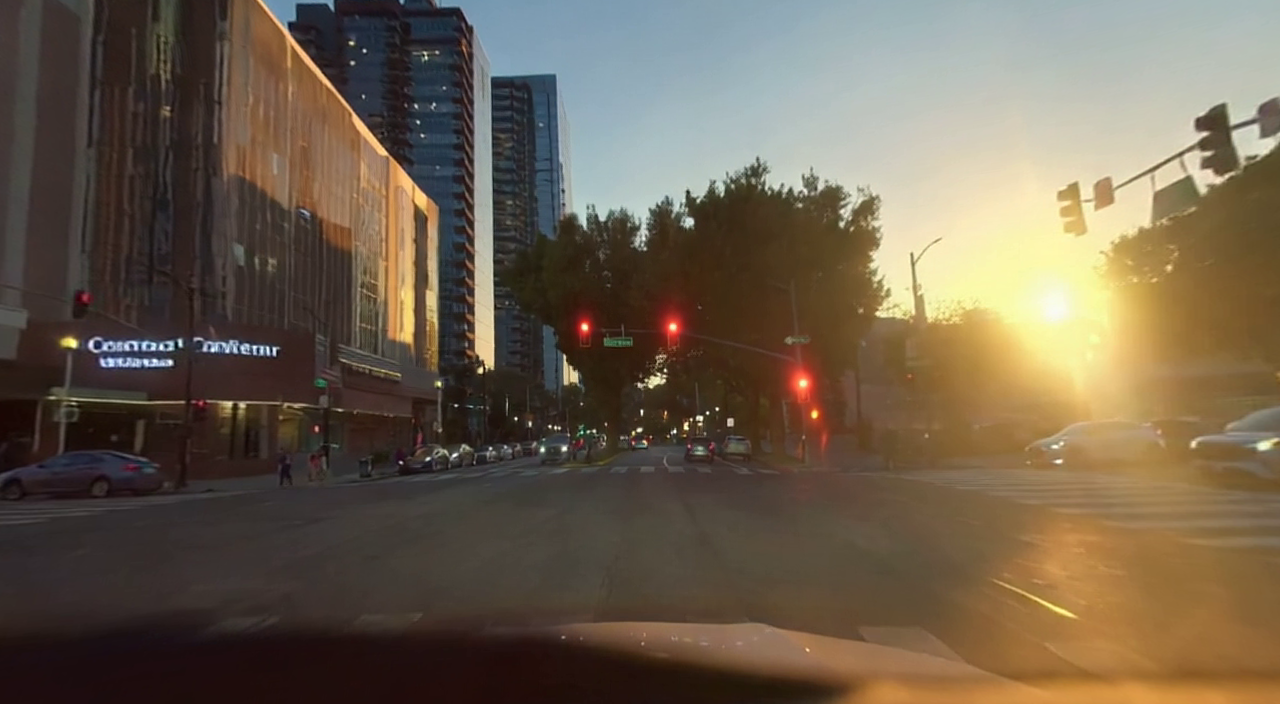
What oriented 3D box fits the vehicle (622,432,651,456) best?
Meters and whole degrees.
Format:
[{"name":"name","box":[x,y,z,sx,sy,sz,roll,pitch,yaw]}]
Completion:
[{"name":"vehicle","box":[-0.253,7.241,49.815,2.165,1.749,4.078,0,-8,0]}]

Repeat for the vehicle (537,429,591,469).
[{"name":"vehicle","box":[-3.870,5.042,32.943,2.176,1.804,4.740,-3,-8,0]}]

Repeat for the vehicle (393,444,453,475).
[{"name":"vehicle","box":[-12.710,6.280,37.221,2.118,1.644,4.188,0,-8,-1]}]

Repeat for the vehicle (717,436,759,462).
[{"name":"vehicle","box":[6.023,5.990,39.331,1.882,1.479,4.652,1,-8,0]}]

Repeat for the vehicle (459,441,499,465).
[{"name":"vehicle","box":[-12.297,7.686,48.388,1.854,1.727,4.426,0,-8,1]}]

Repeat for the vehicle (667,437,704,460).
[{"name":"vehicle","box":[2.719,5.912,38.768,1.919,1.371,3.583,0,-8,-2]}]

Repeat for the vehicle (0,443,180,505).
[{"name":"vehicle","box":[-21.588,4.721,24.653,5.283,1.959,2.453,-3,-7,-1]}]

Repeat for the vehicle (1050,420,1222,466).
[{"name":"vehicle","box":[17.078,3.163,21.885,4.293,1.495,1.935,0,-8,0]}]
